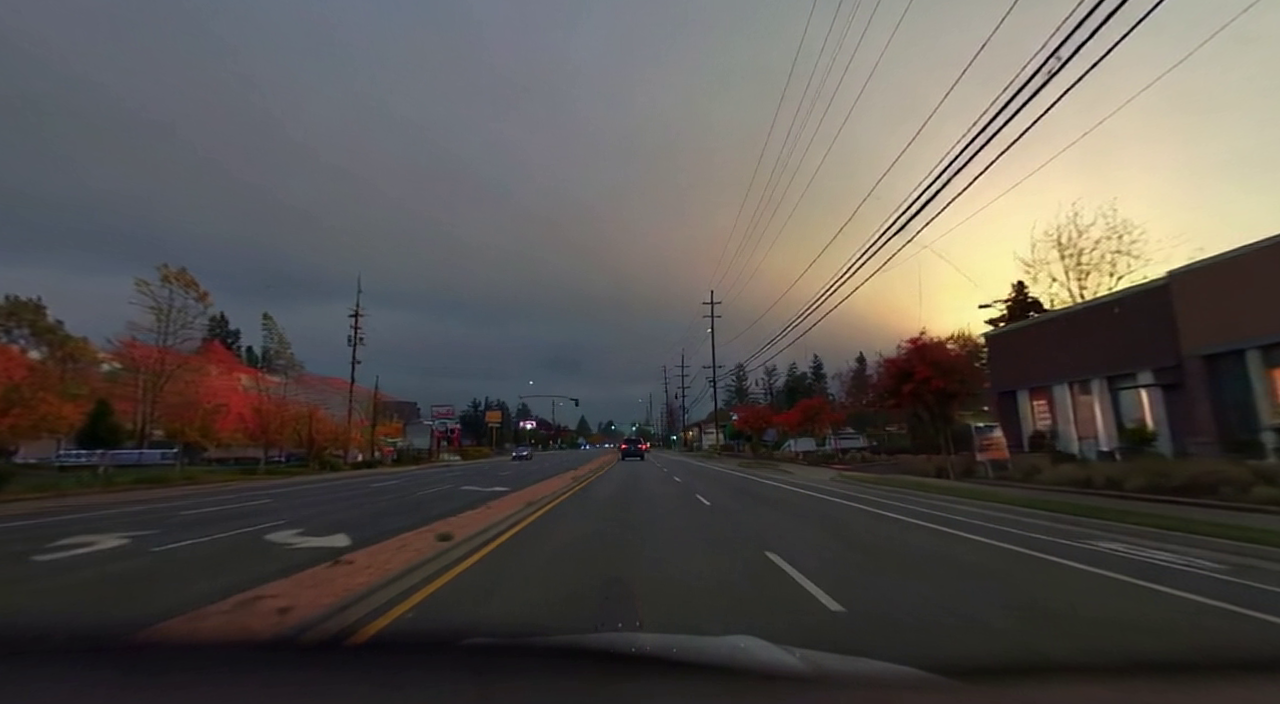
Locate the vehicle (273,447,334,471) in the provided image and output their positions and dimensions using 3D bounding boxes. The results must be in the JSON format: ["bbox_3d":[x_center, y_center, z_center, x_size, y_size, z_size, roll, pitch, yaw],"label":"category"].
[{"bbox_3d":[-23.142,7.347,43.661,1.972,1.505,4.657,1,-9,-5],"label":"vehicle"}]

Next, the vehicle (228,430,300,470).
[{"bbox_3d":[-25.708,6.717,43.428,2.364,2.577,5.460,2,-9,-11],"label":"vehicle"}]
